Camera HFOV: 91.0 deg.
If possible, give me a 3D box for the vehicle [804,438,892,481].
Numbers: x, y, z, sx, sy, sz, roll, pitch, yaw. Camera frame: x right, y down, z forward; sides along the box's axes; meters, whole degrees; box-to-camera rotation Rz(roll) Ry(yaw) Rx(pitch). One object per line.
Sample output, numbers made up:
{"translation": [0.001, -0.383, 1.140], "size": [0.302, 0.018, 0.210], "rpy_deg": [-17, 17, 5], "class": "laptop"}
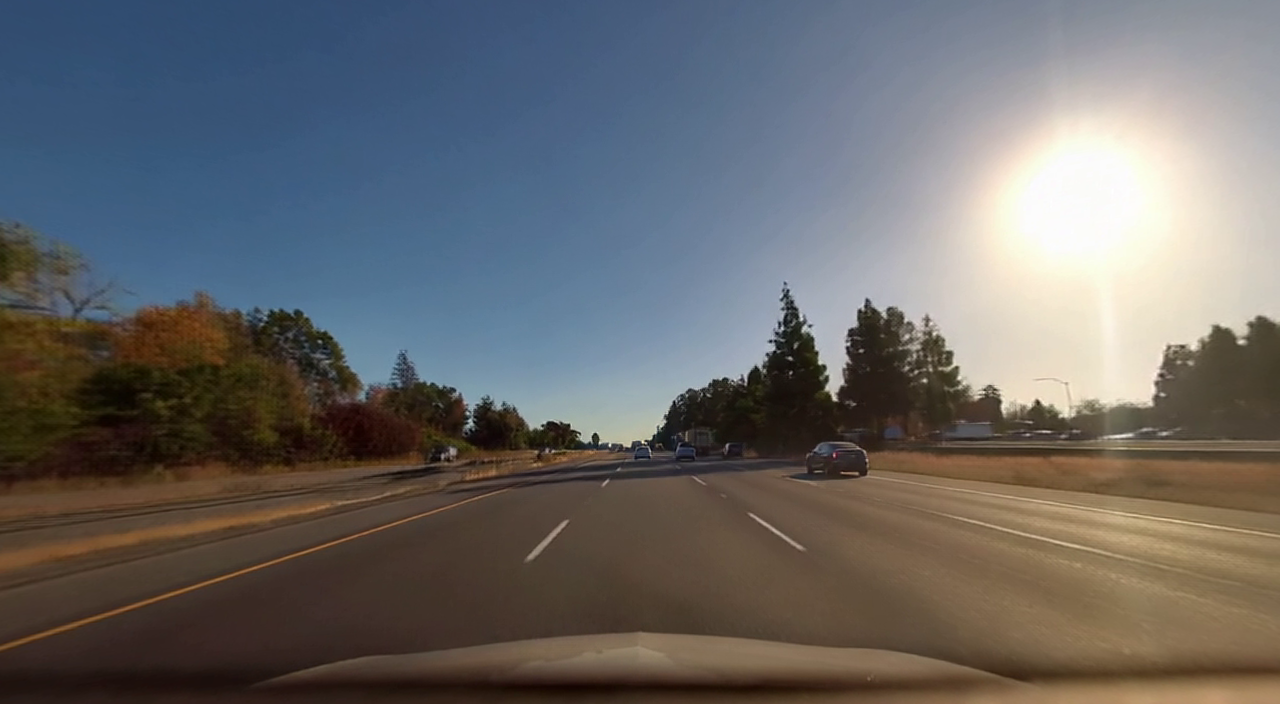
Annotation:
{"translation": [8.172, 4.264, 25.204], "size": [1.989, 1.526, 4.443], "rpy_deg": [0, -9, 0], "class": "vehicle"}
